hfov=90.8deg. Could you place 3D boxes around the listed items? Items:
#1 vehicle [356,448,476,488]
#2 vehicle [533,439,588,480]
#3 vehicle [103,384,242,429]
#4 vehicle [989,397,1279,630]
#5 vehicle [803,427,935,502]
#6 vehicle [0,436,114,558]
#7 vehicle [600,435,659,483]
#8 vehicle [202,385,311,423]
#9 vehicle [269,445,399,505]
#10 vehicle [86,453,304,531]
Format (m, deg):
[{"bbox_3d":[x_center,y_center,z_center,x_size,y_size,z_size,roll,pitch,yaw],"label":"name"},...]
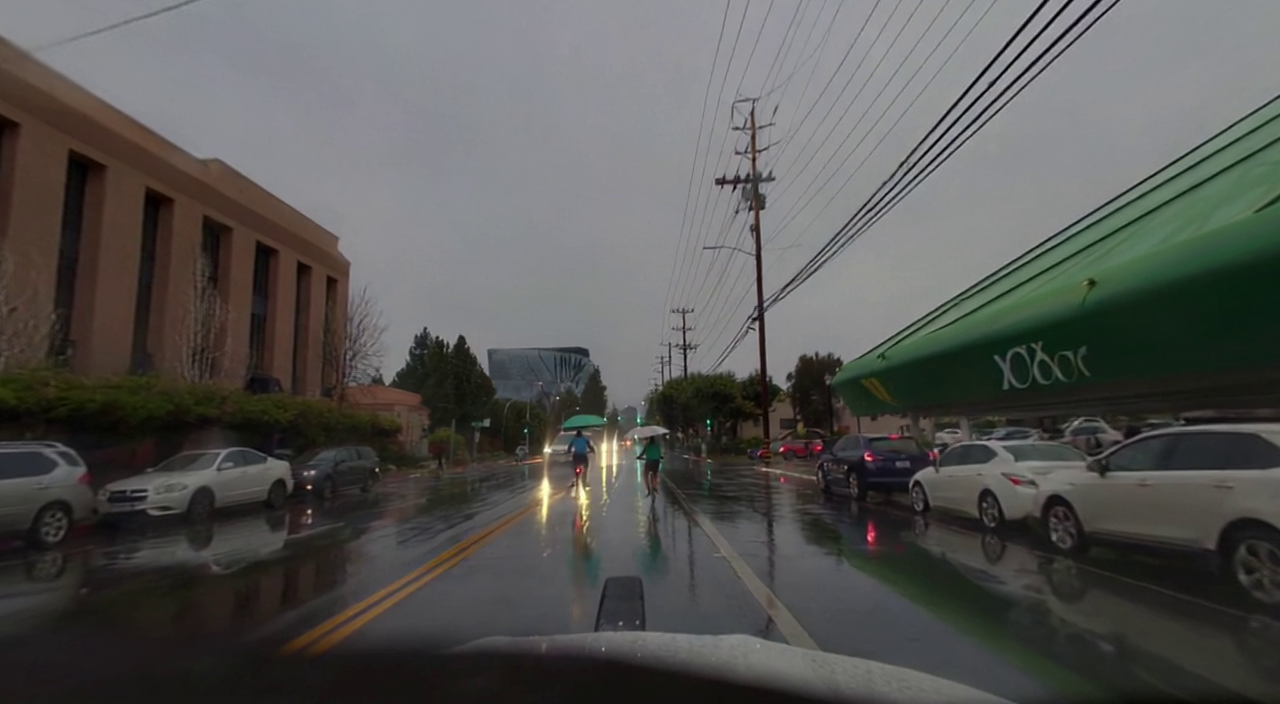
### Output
[{"bbox_3d":[-10.788,5.622,30.740,4.961,1.832,2.287,0,-8,0],"label":"vehicle"},{"bbox_3d":[-4.026,5.514,32.798,2.184,1.954,4.898,0,-8,0],"label":"vehicle"},{"bbox_3d":[-17.309,2.048,23.522,3.750,1.495,1.727,-1,-8,-2],"label":"vehicle"},{"bbox_3d":[5.543,1.366,6.001,1.972,1.623,4.469,0,-8,2],"label":"vehicle"},{"bbox_3d":[5.779,2.875,16.540,1.873,1.714,3.979,0,-8,-1],"label":"vehicle"},{"bbox_3d":[-10.420,2.110,9.053,1.937,1.780,4.477,0,-8,-1],"label":"vehicle"},{"bbox_3d":[-0.404,4.283,25.535,2.190,1.783,4.048,0,-8,-1],"label":"vehicle"},{"bbox_3d":[-17.160,2.368,28.398,3.685,1.584,1.708,1,-9,-3],"label":"vehicle"},{"bbox_3d":[-10.280,4.113,21.771,2.075,1.816,4.900,0,-8,-1],"label":"vehicle"},{"bbox_3d":[-10.316,3.224,15.211,1.904,1.495,4.585,0,-8,0],"label":"vehicle"}]
